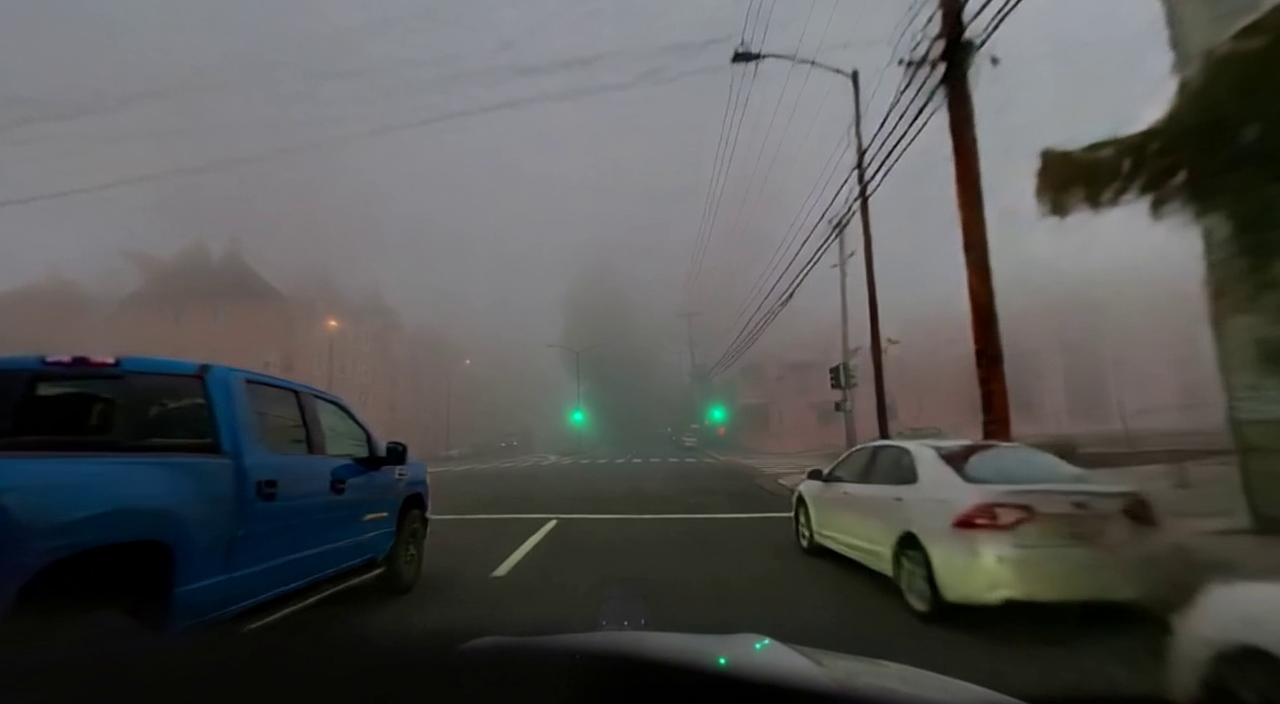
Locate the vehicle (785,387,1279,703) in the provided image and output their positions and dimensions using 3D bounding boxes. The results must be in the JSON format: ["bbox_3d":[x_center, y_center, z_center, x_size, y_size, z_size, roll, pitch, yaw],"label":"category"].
[{"bbox_3d":[2.963,1.346,5.602,2.132,1.601,4.924,0,-9,0],"label":"vehicle"}]

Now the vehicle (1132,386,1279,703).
[{"bbox_3d":[3.031,0.598,0.287,2.012,1.491,4.333,0,-9,-2],"label":"vehicle"}]

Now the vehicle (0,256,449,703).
[{"bbox_3d":[-2.968,0.886,3.191,2.242,1.890,5.306,-1,-9,1],"label":"vehicle"}]
